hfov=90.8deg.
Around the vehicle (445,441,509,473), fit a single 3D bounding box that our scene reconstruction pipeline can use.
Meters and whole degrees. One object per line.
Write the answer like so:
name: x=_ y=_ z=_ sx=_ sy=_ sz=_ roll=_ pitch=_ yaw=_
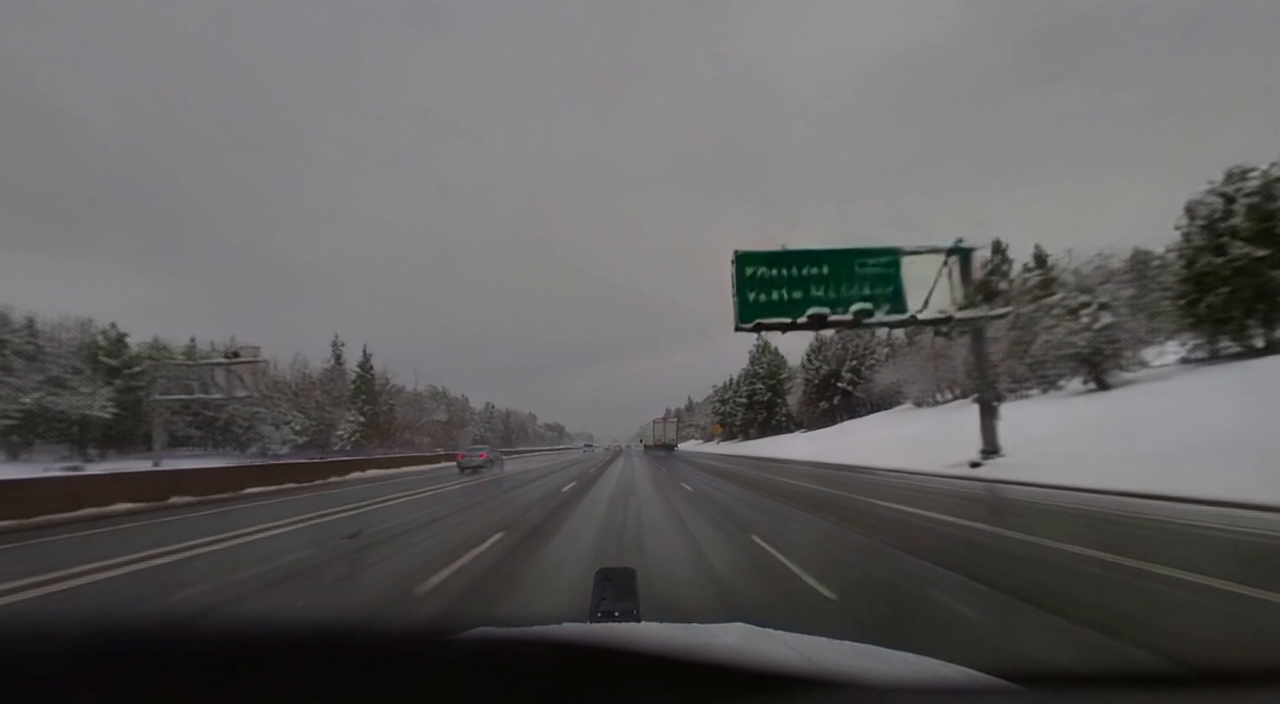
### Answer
vehicle: x=-8.104 y=5.267 z=31.886 sx=2.033 sy=1.494 sz=4.508 roll=0 pitch=-8 yaw=0
